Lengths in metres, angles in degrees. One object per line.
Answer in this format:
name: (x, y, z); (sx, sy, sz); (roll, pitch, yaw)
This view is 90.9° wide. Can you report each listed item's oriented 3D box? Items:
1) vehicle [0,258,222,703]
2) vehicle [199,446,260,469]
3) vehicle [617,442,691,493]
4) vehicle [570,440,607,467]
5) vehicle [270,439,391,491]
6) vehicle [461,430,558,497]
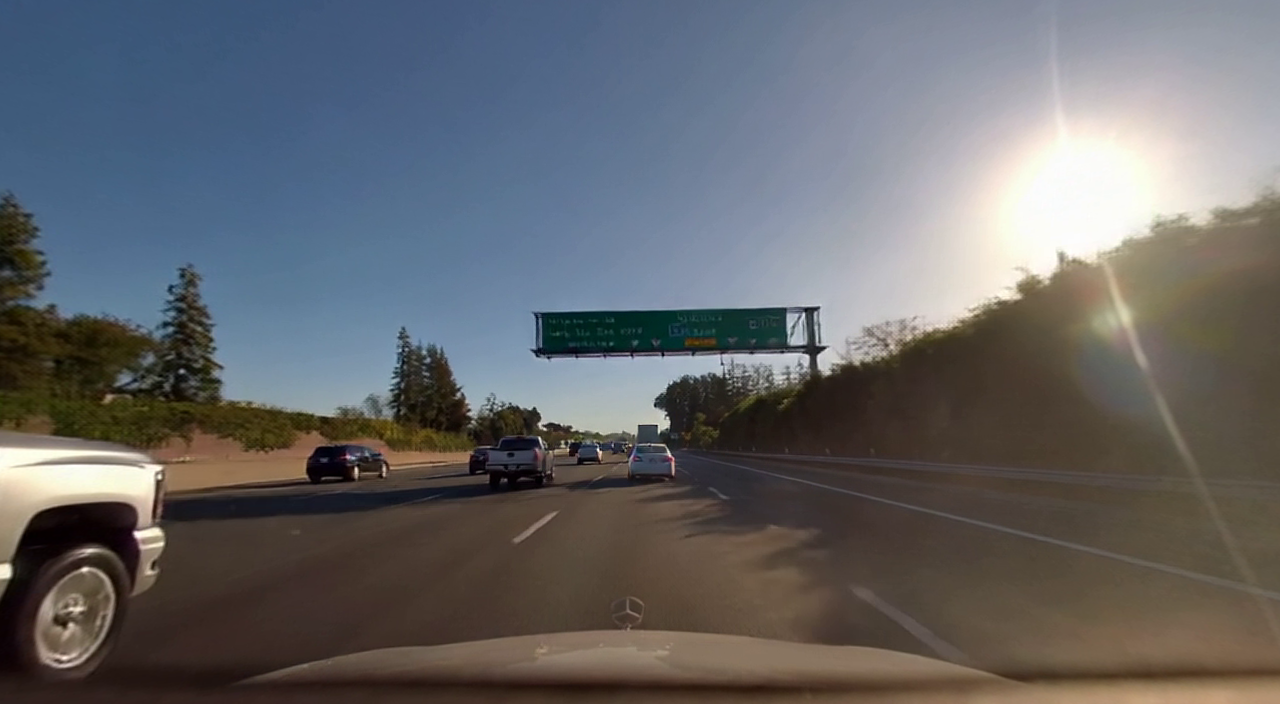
vehicle: (-3.533, 0.420, 0.456); (2.269, 2.060, 5.933); (0, -8, 1)
vehicle: (-28.220, 7.247, 43.478); (1.702, 1.450, 3.646); (0, -8, 2)
vehicle: (0.386, 3.531, 19.686); (2.054, 1.421, 4.090); (0, -8, 0)
vehicle: (-3.215, 6.438, 40.200); (1.897, 1.646, 4.049); (0, -8, 1)
vehicle: (-10.541, 3.848, 21.912); (1.941, 1.602, 4.277); (0, -8, 2)
vehicle: (-3.727, 3.254, 18.769); (1.903, 1.721, 4.210); (0, -8, 1)
